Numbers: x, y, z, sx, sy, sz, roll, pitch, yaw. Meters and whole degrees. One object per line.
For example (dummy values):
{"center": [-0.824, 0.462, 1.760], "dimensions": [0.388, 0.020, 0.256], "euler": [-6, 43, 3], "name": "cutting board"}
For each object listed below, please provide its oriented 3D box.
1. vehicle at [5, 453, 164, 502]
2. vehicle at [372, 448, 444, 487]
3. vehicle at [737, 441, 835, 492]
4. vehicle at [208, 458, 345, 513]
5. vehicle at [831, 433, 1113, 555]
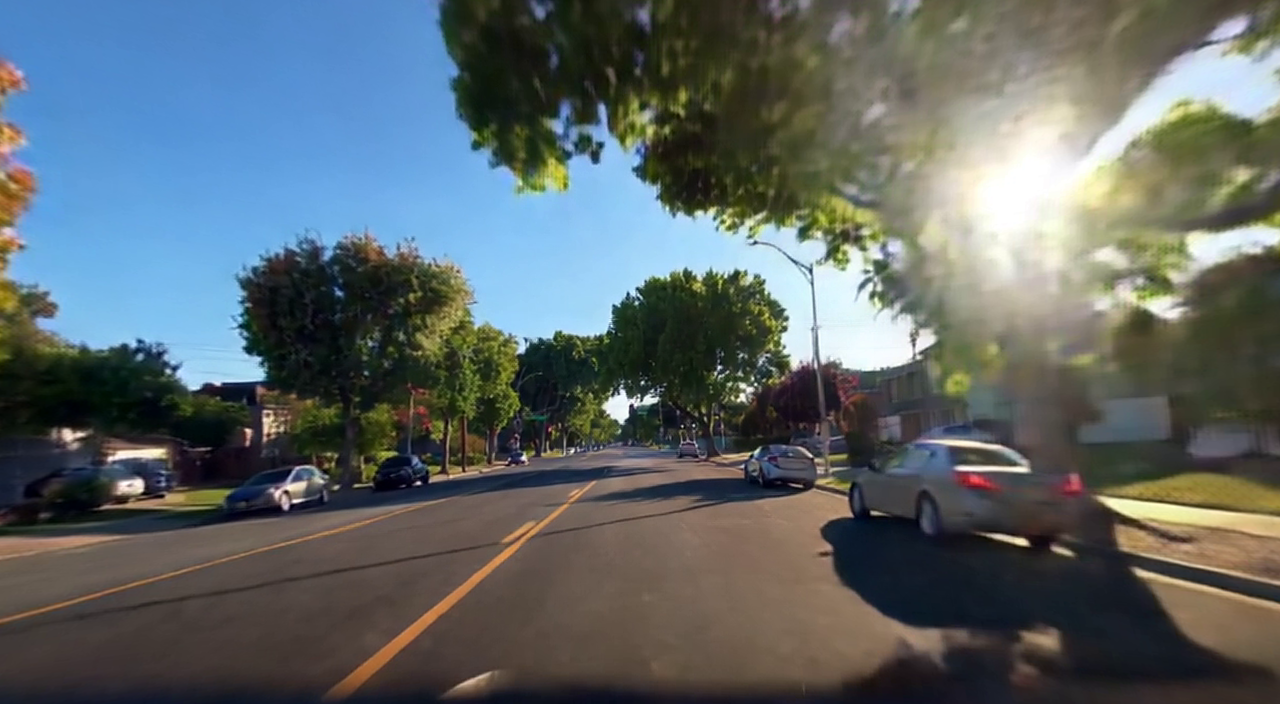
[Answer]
{"center": [-19.958, 4.509, 22.830], "dimensions": [3.932, 1.641, 1.819], "euler": [0, -8, -1], "name": "vehicle"}
{"center": [-11.464, 5.683, 31.539], "dimensions": [1.977, 1.753, 4.278], "euler": [0, -8, 0], "name": "vehicle"}
{"center": [4.506, 3.586, 20.240], "dimensions": [2.063, 1.444, 4.217], "euler": [0, -8, -1], "name": "vehicle"}
{"center": [-11.431, 4.194, 20.249], "dimensions": [1.867, 1.471, 4.139], "euler": [0, -8, 1], "name": "vehicle"}
{"center": [4.678, 2.035, 9.840], "dimensions": [2.010, 1.461, 4.247], "euler": [0, -8, -1], "name": "vehicle"}
